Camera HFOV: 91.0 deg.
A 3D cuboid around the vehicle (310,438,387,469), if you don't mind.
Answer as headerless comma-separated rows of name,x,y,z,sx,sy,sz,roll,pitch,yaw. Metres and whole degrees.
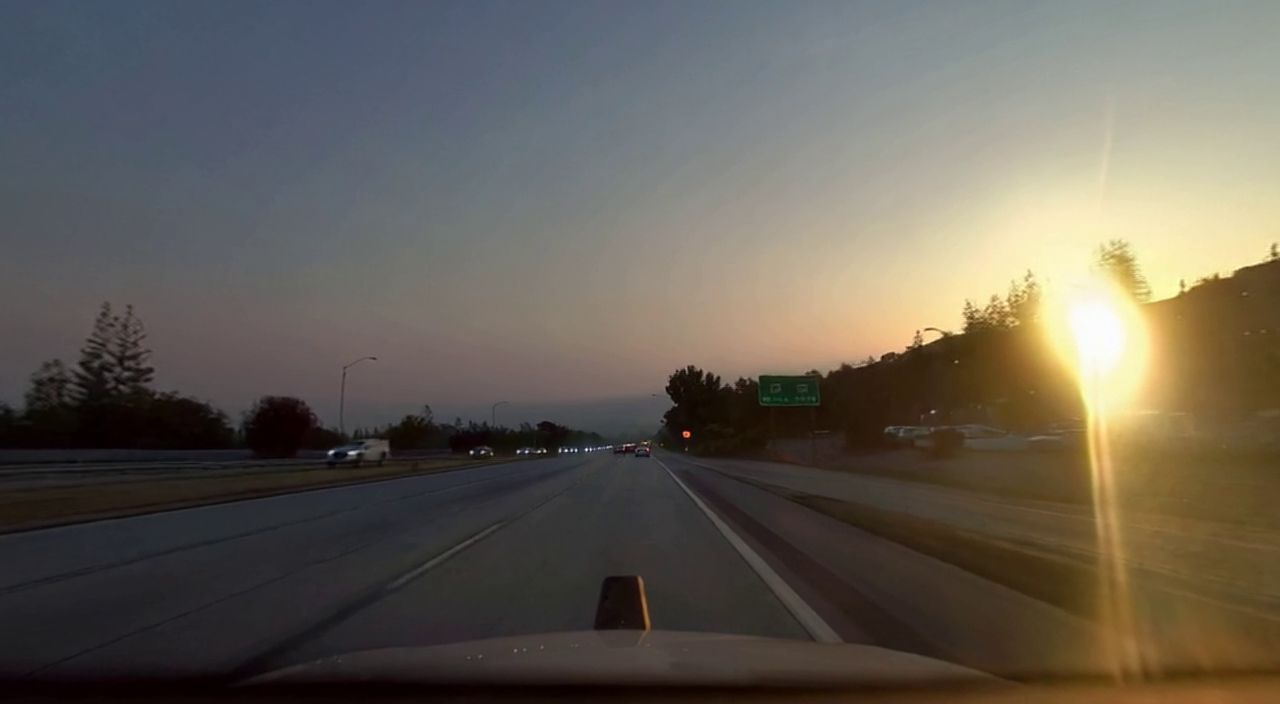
vehicle,-19.518,6.826,42.588,2.296,1.933,5.761,0,-9,2
